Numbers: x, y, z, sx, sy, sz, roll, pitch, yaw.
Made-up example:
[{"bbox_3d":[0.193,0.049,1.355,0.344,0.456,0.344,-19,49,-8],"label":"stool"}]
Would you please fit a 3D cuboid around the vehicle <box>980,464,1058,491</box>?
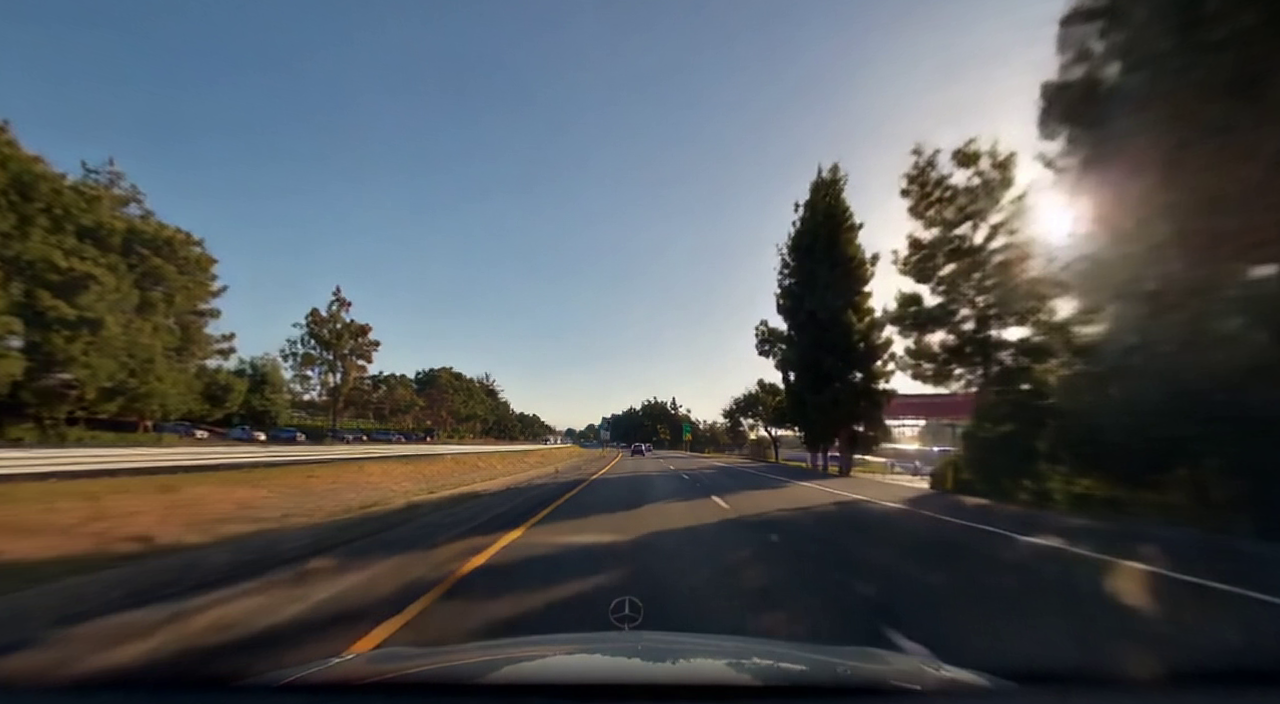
[{"bbox_3d":[29.078,9.572,48.431,4.895,1.819,2.060,-5,-10,31],"label":"vehicle"}]
